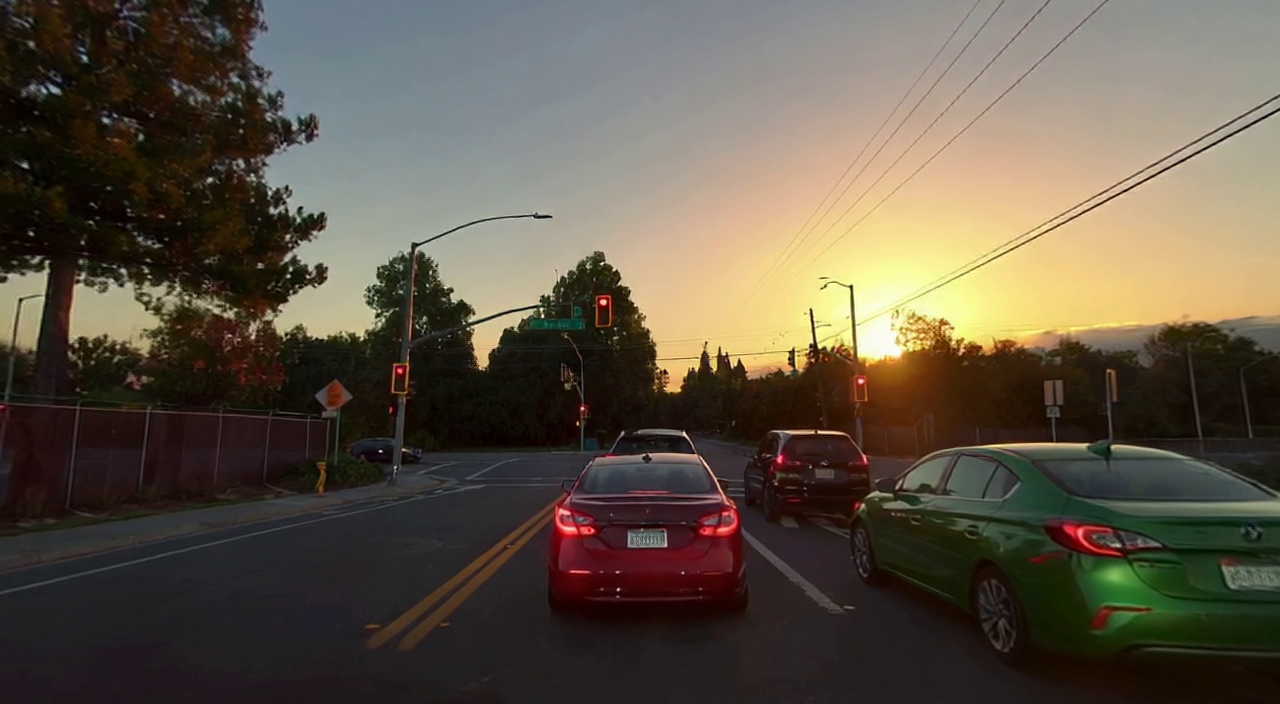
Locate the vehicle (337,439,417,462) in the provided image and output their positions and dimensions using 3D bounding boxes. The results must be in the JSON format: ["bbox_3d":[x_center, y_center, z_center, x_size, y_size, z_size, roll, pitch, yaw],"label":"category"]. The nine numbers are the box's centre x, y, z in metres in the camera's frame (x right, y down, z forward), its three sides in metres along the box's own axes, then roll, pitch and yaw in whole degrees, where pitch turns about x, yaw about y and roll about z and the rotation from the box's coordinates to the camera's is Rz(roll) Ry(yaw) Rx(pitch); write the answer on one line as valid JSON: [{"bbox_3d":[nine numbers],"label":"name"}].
[{"bbox_3d":[-17.228,6.478,41.379,4.406,1.458,1.892,-1,-8,7],"label":"vehicle"}]

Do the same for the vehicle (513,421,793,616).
[{"bbox_3d":[0.076,1.615,7.148,2.170,1.497,4.369,0,-8,-1],"label":"vehicle"}]

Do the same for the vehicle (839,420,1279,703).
[{"bbox_3d":[3.100,1.266,4.258,2.027,1.432,4.431,0,-8,0],"label":"vehicle"}]
